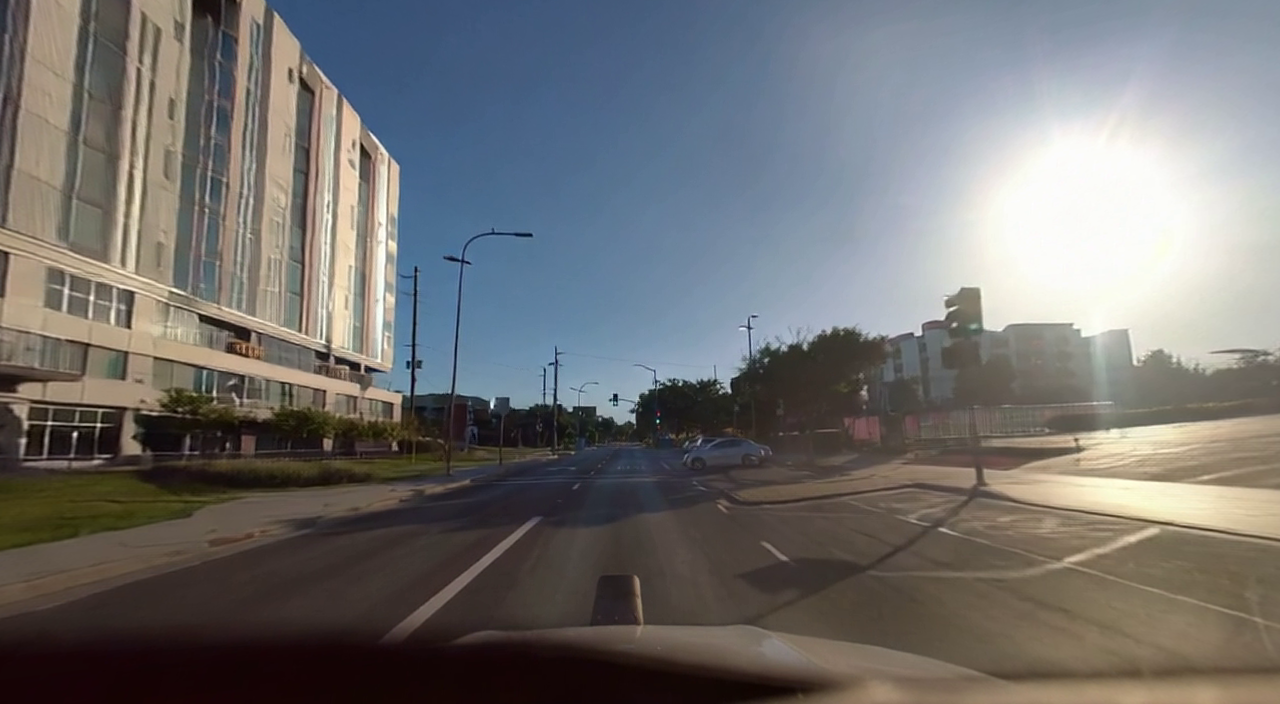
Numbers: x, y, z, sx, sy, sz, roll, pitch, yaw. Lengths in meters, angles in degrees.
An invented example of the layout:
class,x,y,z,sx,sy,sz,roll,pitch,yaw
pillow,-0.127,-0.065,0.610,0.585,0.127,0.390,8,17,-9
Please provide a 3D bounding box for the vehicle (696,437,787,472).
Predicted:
class,x,y,z,sx,sy,sz,roll,pitch,yaw
vehicle,4.697,4.676,29.022,3.844,1.524,1.847,5,-9,-31
